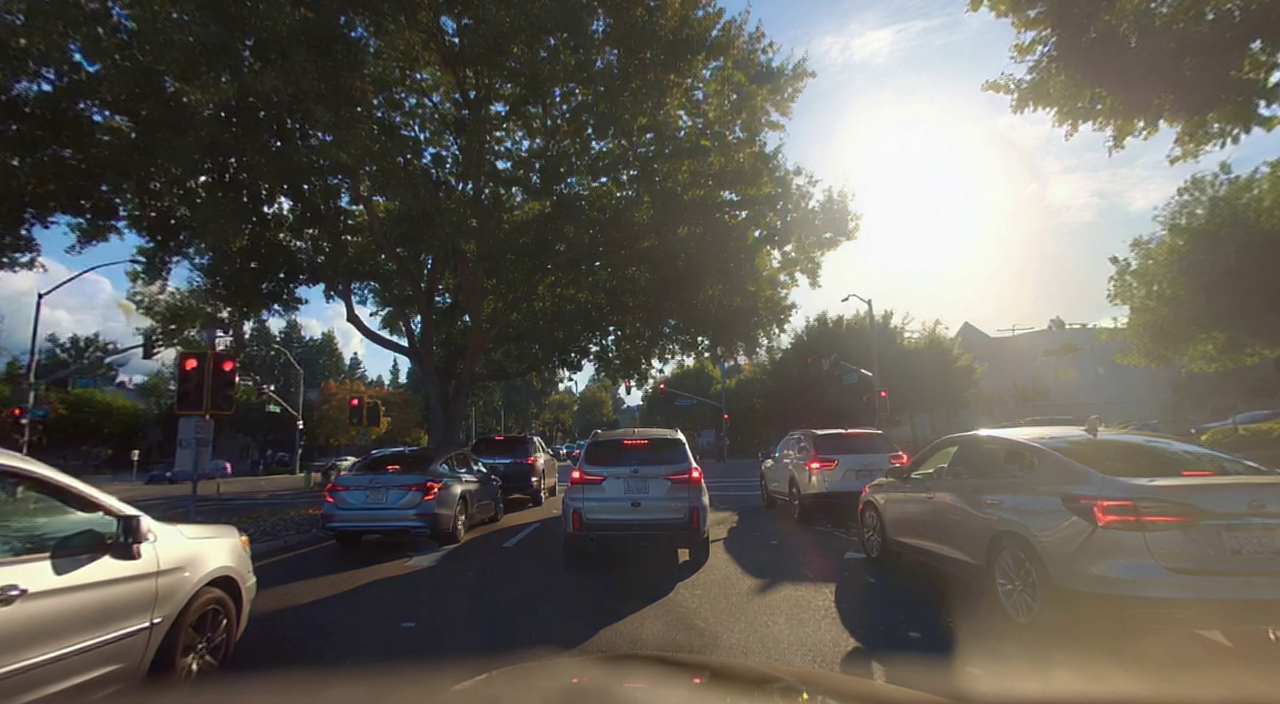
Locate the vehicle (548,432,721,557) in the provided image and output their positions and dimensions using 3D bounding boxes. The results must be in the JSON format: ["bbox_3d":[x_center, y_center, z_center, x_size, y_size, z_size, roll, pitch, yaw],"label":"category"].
[{"bbox_3d":[-0.079,2.003,9.595,2.061,1.470,3.970,0,-8,0],"label":"vehicle"}]

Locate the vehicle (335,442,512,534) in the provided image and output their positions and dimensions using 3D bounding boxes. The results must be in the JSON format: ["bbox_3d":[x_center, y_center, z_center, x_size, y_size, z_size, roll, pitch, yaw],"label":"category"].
[{"bbox_3d":[-3.913,2.501,12.335,1.919,1.459,4.371,0,-8,0],"label":"vehicle"}]

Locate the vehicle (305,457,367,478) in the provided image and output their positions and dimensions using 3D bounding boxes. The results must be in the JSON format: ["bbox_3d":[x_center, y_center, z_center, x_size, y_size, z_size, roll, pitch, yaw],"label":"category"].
[{"bbox_3d":[-22.639,8.597,47.025,4.149,1.433,1.590,-3,-9,20],"label":"vehicle"}]

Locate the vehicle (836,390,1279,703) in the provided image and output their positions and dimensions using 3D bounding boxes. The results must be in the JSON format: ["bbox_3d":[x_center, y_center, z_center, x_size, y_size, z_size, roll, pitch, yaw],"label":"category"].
[{"bbox_3d":[3.386,1.302,5.418,1.933,1.564,4.600,0,-8,0],"label":"vehicle"}]

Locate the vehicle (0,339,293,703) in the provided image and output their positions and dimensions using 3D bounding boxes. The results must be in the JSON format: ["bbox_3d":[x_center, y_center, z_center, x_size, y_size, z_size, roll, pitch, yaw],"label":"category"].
[{"bbox_3d":[-3.663,0.832,2.535,2.047,1.764,4.369,0,-8,0],"label":"vehicle"}]

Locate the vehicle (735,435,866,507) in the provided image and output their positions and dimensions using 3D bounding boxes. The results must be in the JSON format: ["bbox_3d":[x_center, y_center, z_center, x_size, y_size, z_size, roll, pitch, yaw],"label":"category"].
[{"bbox_3d":[3.640,2.774,15.244,1.922,1.472,4.440,0,-8,-1],"label":"vehicle"}]
